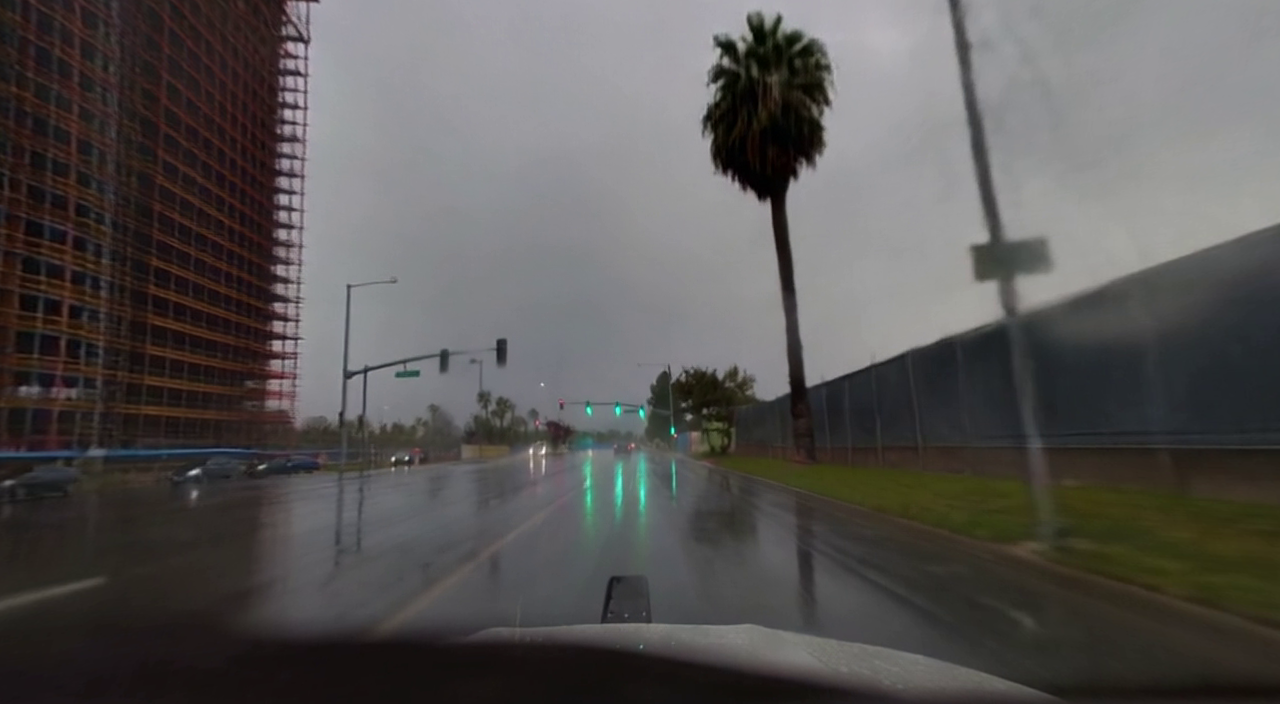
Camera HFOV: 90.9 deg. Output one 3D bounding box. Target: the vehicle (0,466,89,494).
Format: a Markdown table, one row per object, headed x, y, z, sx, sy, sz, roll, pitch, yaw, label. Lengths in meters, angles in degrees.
| x | y | z | sx | sy | sz | roll | pitch | yaw | label |
| --- | --- | --- | --- | --- | --- | --- | --- | --- | --- |
| -30.224 | 6.311 | 31.118 | 4.101 | 1.243 | 1.698 | 4 | -9 | -23 | vehicle |

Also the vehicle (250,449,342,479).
| x | y | z | sx | sy | sz | roll | pitch | yaw | label |
| --- | --- | --- | --- | --- | --- | --- | --- | --- | --- |
| -21.134 | 6.885 | 38.951 | 2.050 | 1.686 | 4.593 | -4 | -9 | 25 | vehicle |

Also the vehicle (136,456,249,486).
| x | y | z | sx | sy | sz | roll | pitch | yaw | label |
| --- | --- | --- | --- | --- | --- | --- | --- | --- | --- |
| -24.503 | 6.485 | 34.632 | 1.790 | 1.484 | 4.651 | -7 | -11 | 40 | vehicle |

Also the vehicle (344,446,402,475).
| x | y | z | sx | sy | sz | roll | pitch | yaw | label |
| --- | --- | --- | --- | --- | --- | --- | --- | --- | --- |
| -19.279 | 7.810 | 45.785 | 2.105 | 1.805 | 4.641 | -3 | -8 | 2 | vehicle |
